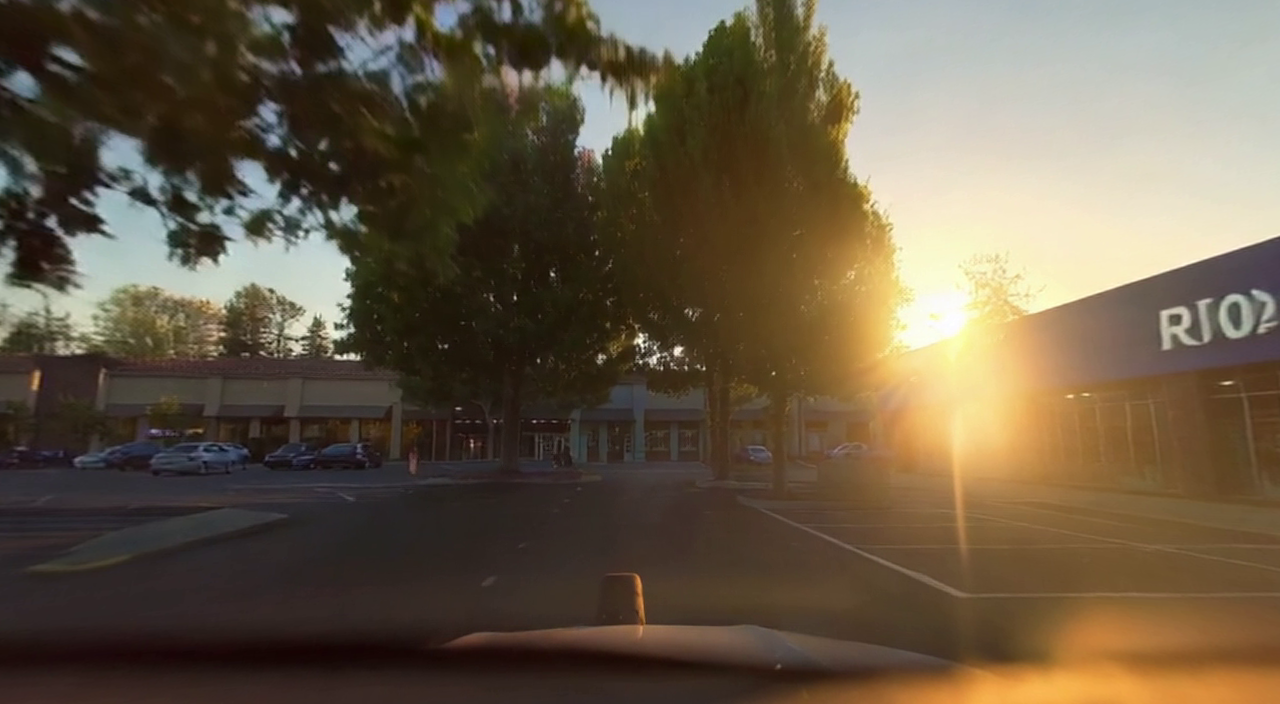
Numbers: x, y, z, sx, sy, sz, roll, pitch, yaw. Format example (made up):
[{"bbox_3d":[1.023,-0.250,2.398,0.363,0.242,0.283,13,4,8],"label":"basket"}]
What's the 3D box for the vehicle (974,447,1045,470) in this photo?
[{"bbox_3d":[26.550,7.639,45.603,1.845,1.463,4.399,1,-8,-12],"label":"vehicle"}]
